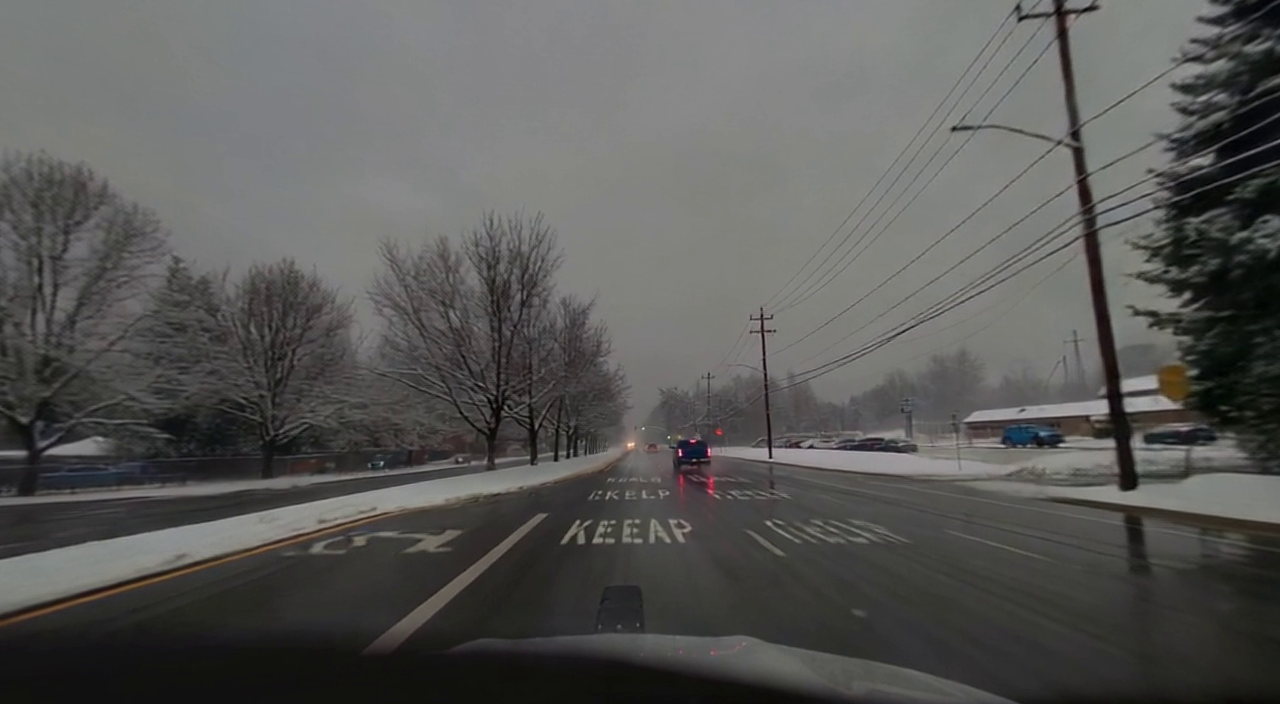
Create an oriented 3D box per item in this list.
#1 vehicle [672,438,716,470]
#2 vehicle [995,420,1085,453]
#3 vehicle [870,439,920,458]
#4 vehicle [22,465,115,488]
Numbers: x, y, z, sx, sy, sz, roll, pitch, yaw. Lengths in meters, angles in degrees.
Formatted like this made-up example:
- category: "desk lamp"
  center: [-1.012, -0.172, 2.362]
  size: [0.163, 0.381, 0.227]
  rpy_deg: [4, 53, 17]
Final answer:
- category: "vehicle"
  center: [3.120, 6.056, 37.742]
  size: [2.086, 1.803, 4.607]
  rpy_deg: [0, -8, -2]
- category: "vehicle"
  center: [29.584, 6.351, 47.066]
  size: [2.406, 2.215, 6.315]
  rpy_deg: [-2, -8, -1]
- category: "vehicle"
  center: [19.995, 7.597, 49.772]
  size: [1.980, 1.423, 4.793]
  rpy_deg: [0, -8, 0]
- category: "vehicle"
  center: [-40.508, 8.806, 44.858]
  size: [4.585, 1.482, 1.937]
  rpy_deg: [0, -8, -2]
